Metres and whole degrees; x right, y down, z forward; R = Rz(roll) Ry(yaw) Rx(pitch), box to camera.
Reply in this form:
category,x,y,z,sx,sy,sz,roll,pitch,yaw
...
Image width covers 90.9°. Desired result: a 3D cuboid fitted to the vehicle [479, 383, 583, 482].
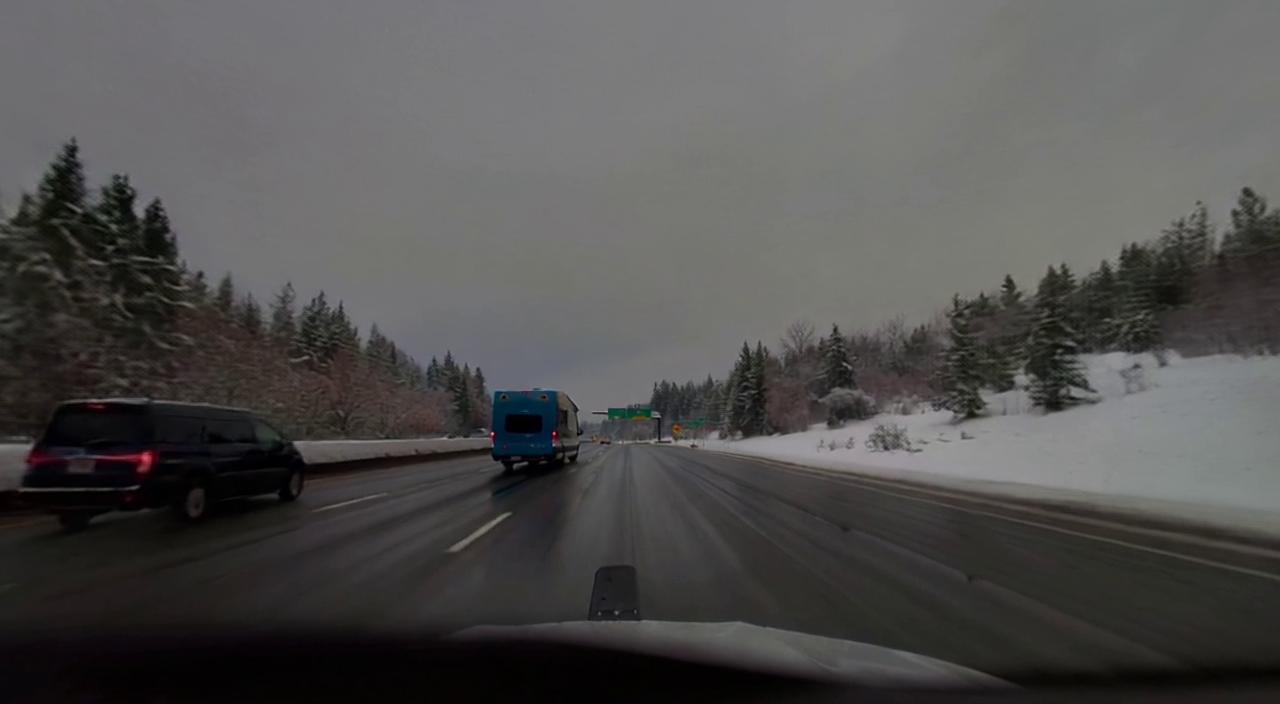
category,x,y,z,sx,sy,sz,roll,pitch,yaw
vehicle,-3.917,3.121,24.484,2.676,3.269,7.388,0,-7,0

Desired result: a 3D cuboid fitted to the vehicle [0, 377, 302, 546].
category,x,y,z,sx,sy,sz,roll,pitch,yaw
vehicle,-7.092,1.487,9.160,2.045,1.873,4.202,0,-7,-1
